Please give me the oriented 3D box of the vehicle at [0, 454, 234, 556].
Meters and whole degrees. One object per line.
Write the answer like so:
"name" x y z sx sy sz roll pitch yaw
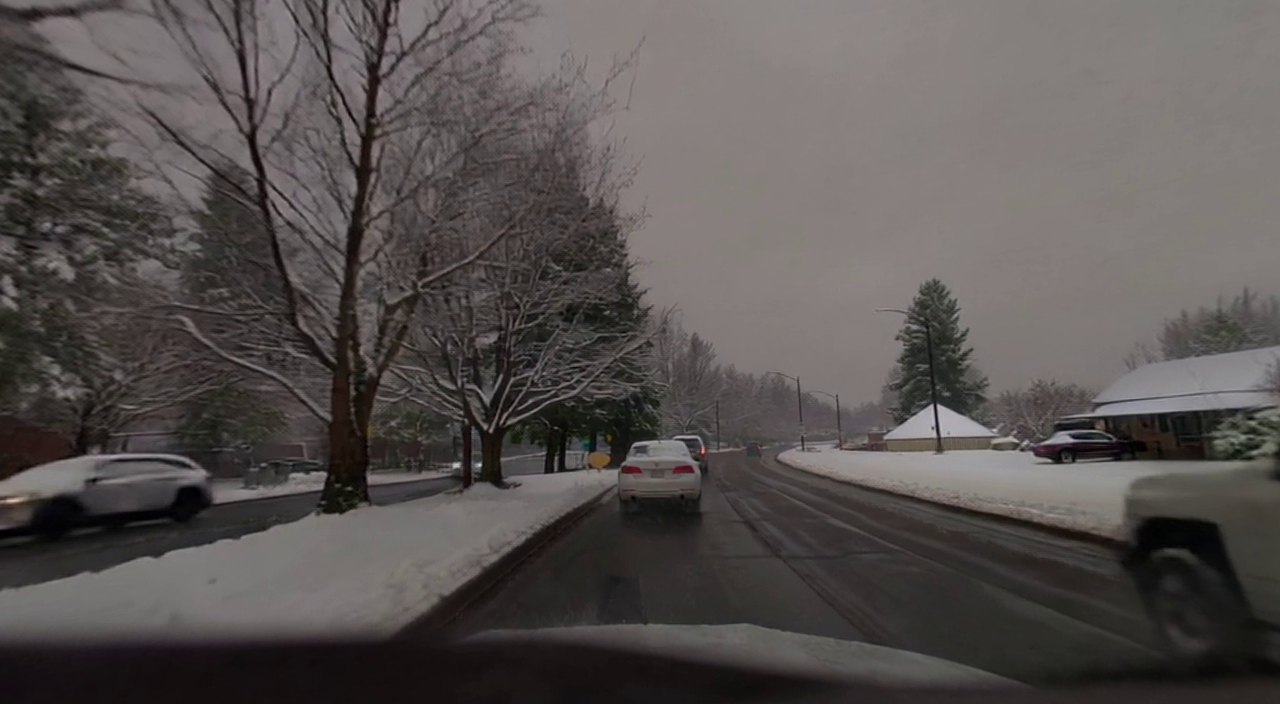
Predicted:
"vehicle" -10.352 2.765 12.155 1.909 1.468 4.597 -1 -8 1

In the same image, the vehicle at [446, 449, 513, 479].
"vehicle" -8.913 6.257 35.464 2.027 1.511 4.711 -2 -8 8

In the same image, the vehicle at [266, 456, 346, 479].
"vehicle" -25.026 8.676 47.342 4.951 1.618 1.952 -1 -8 6

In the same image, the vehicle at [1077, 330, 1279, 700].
"vehicle" 4.141 0.619 1.831 1.953 1.818 5.299 0 -8 0

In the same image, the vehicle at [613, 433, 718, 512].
"vehicle" 0.676 2.780 15.059 2.154 1.585 3.997 -1 -8 5

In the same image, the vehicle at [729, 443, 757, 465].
"vehicle" 7.711 7.646 47.440 1.984 1.507 4.359 -2 -8 8
